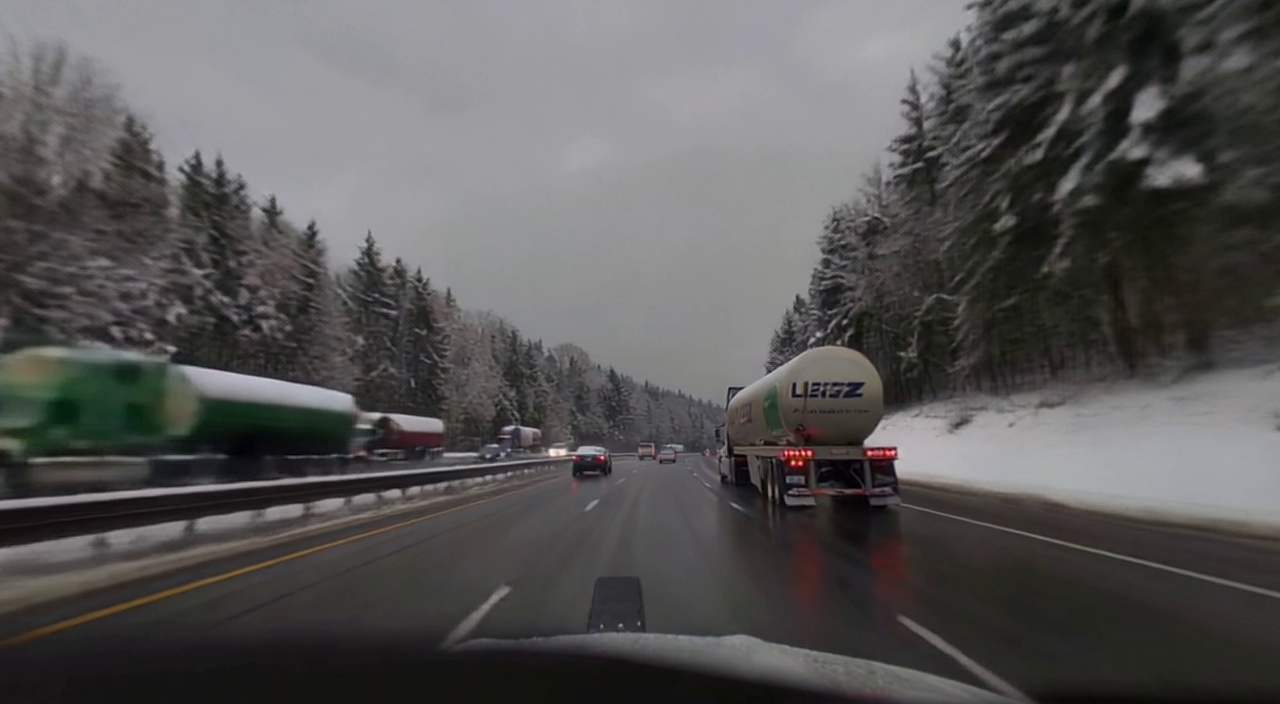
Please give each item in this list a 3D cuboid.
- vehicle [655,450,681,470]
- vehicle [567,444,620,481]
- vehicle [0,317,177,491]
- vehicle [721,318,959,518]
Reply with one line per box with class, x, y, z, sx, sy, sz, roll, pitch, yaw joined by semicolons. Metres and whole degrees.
vehicle;2.197;8.426;49.341;1.990;1.537;3.725;-1;-9;3
vehicle;-2.276;5.581;32.108;2.205;1.728;4.397;-1;-9;3
vehicle;-15.956;1.533;16.488;2.905;3.909;5.792;-1;-9;2
vehicle;4.847;2.360;19.548;3.057;3.993;13.914;0;-9;1
